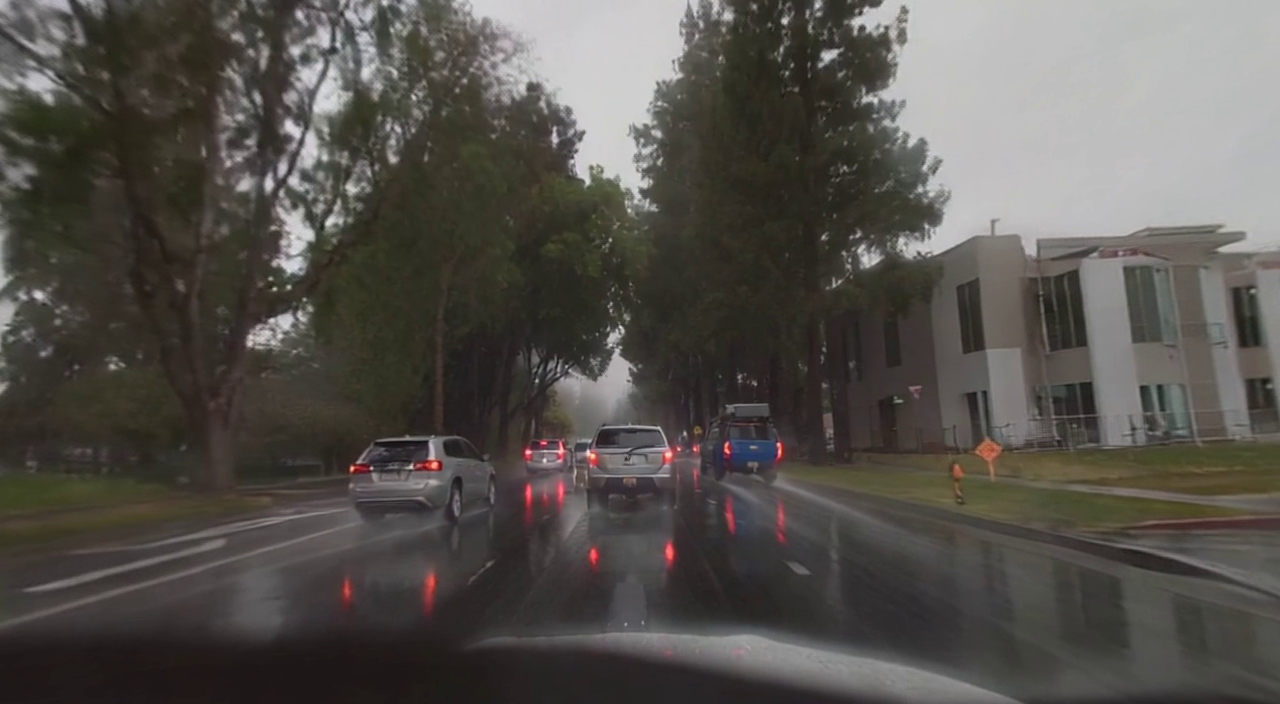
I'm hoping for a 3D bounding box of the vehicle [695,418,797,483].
[{"bbox_3d":[3.665,3.613,23.261,2.655,2.054,6.098,0,-8,0],"label":"vehicle"}]

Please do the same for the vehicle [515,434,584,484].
[{"bbox_3d":[-3.216,3.882,23.169,1.894,1.642,3.861,0,-8,1],"label":"vehicle"}]

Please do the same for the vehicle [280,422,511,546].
[{"bbox_3d":[-3.735,2.095,10.746,1.959,1.614,4.676,0,-8,1],"label":"vehicle"}]

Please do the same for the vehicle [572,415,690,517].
[{"bbox_3d":[-0.132,2.297,13.117,2.075,1.770,4.018,0,-8,1],"label":"vehicle"}]
